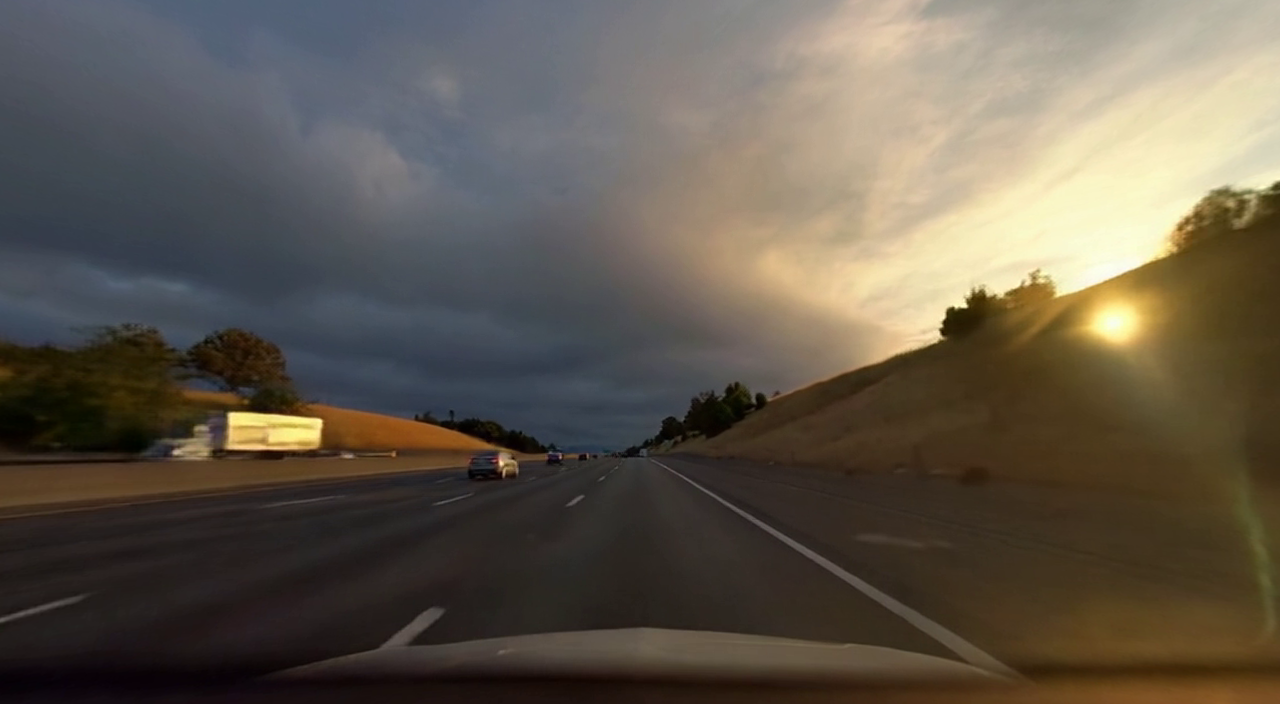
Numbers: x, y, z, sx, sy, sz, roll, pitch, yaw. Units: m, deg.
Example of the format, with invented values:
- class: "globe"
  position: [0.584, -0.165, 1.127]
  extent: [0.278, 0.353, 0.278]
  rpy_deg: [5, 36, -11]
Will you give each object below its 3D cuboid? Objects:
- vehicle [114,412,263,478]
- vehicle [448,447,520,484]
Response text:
- class: "vehicle"
  position: [-22.885, 4.819, 32.549]
  extent: [2.431, 3.004, 6.954]
  rpy_deg: [0, -9, 0]
- class: "vehicle"
  position: [-6.919, 5.077, 28.464]
  extent: [2.015, 1.483, 4.626]
  rpy_deg: [0, -9, 0]
